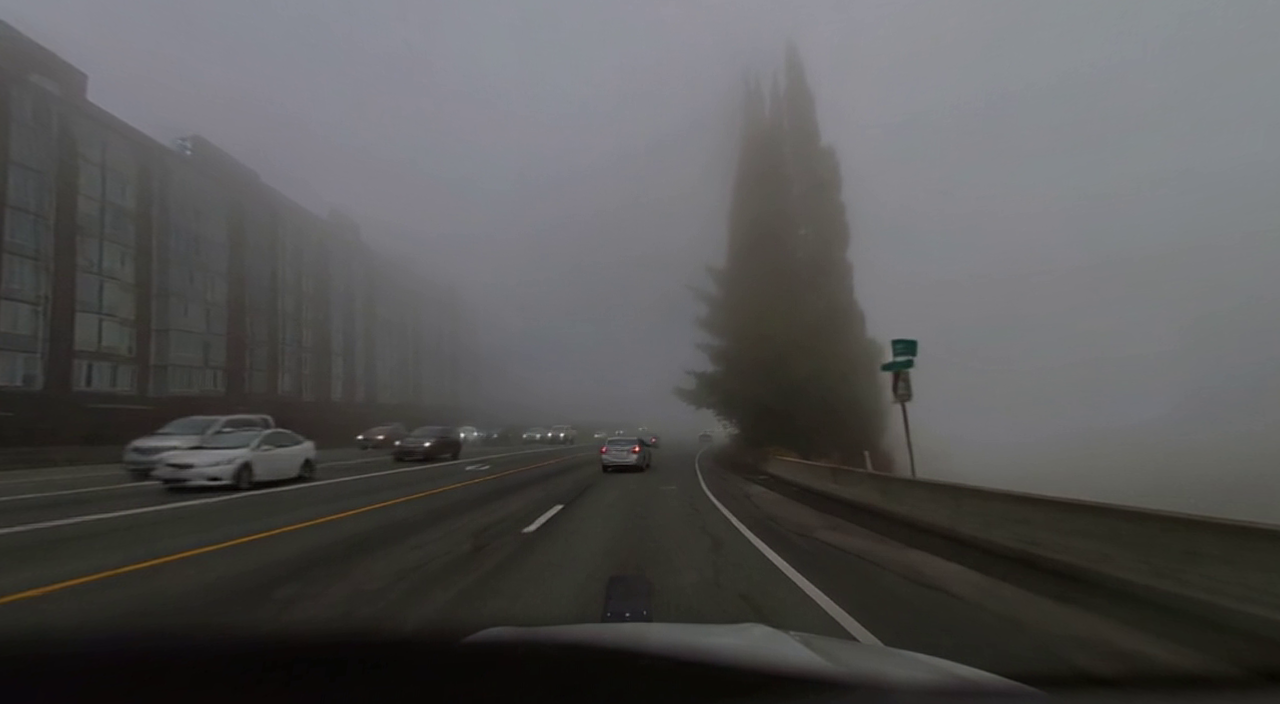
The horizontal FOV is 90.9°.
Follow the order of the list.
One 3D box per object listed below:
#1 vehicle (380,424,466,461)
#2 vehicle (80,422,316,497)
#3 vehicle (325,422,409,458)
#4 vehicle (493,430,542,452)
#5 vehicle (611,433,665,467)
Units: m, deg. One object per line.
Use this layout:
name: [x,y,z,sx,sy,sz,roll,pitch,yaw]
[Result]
vehicle: [-9.690,4.120,28.636,1.943,1.536,4.656,-1,-8,5]
vehicle: [-10.176,2.519,15.119,2.097,1.484,4.621,-1,-8,4]
vehicle: [-13.712,4.502,31.994,1.992,1.659,4.562,-1,-8,4]
vehicle: [-8.453,6.227,43.980,2.020,1.470,4.639,-1,-8,7]
vehicle: [-0.019,4.680,30.231,2.035,1.460,4.497,-1,-8,7]
